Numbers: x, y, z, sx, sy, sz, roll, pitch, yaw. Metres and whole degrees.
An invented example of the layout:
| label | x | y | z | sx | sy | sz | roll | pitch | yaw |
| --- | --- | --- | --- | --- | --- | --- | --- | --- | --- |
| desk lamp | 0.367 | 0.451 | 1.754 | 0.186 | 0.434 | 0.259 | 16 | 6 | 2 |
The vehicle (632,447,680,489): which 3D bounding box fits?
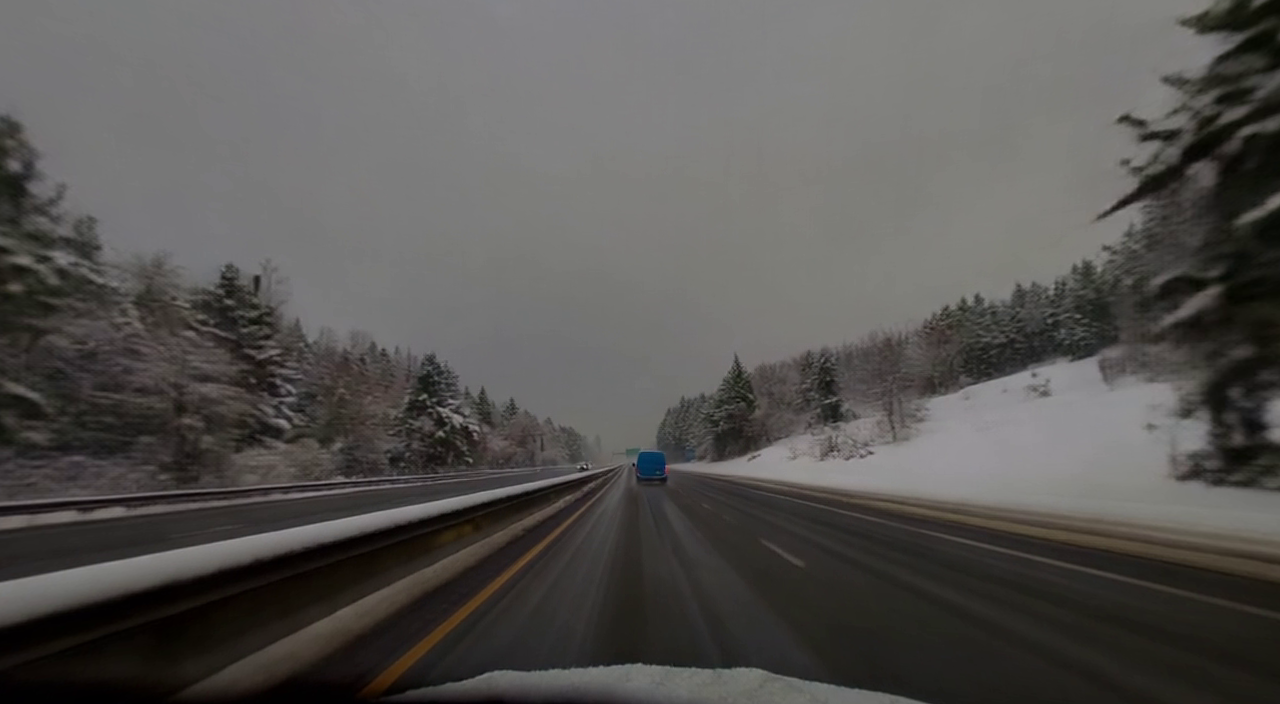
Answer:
| label | x | y | z | sx | sy | sz | roll | pitch | yaw |
| --- | --- | --- | --- | --- | --- | --- | --- | --- | --- |
| vehicle | 0.832 | 6.600 | 35.877 | 2.429 | 2.167 | 4.558 | 1 | -10 | -2 |
